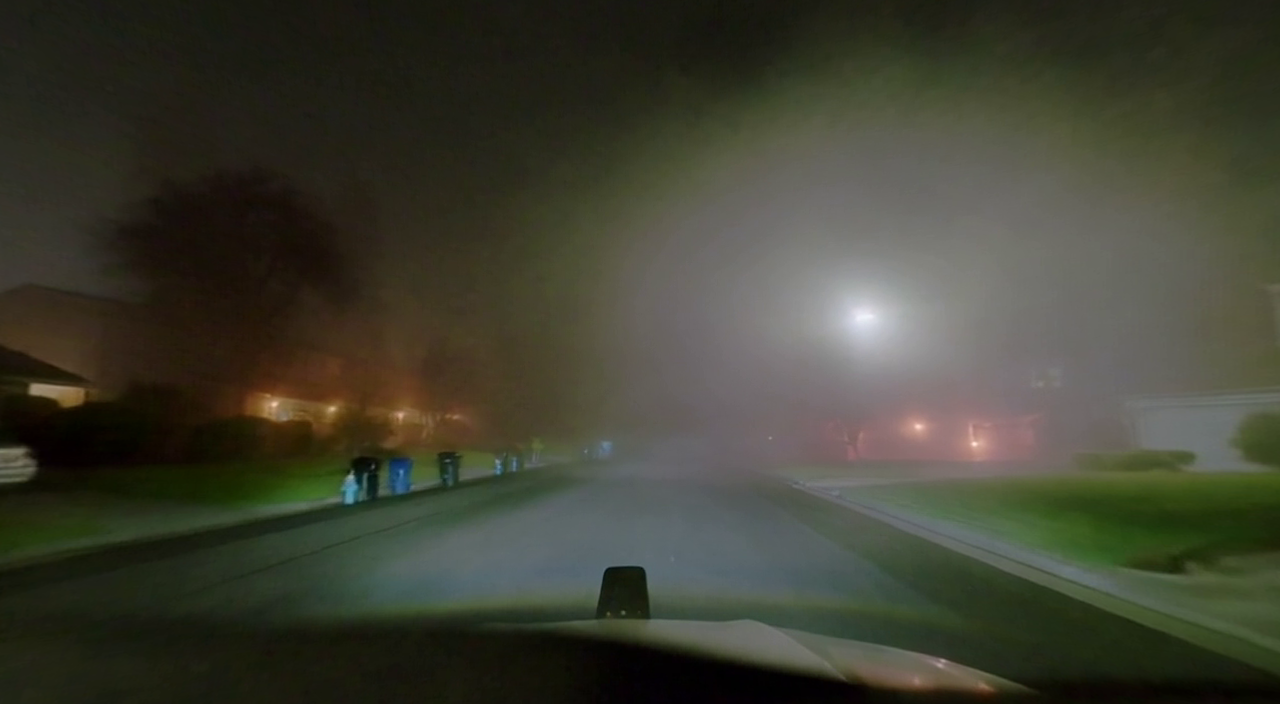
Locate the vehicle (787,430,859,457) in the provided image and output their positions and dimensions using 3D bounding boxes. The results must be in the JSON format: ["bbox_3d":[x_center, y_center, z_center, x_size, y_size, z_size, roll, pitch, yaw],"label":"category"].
[{"bbox_3d":[13.312,6.714,46.077,4.581,1.853,2.024,2,-8,-6],"label":"vehicle"}]
